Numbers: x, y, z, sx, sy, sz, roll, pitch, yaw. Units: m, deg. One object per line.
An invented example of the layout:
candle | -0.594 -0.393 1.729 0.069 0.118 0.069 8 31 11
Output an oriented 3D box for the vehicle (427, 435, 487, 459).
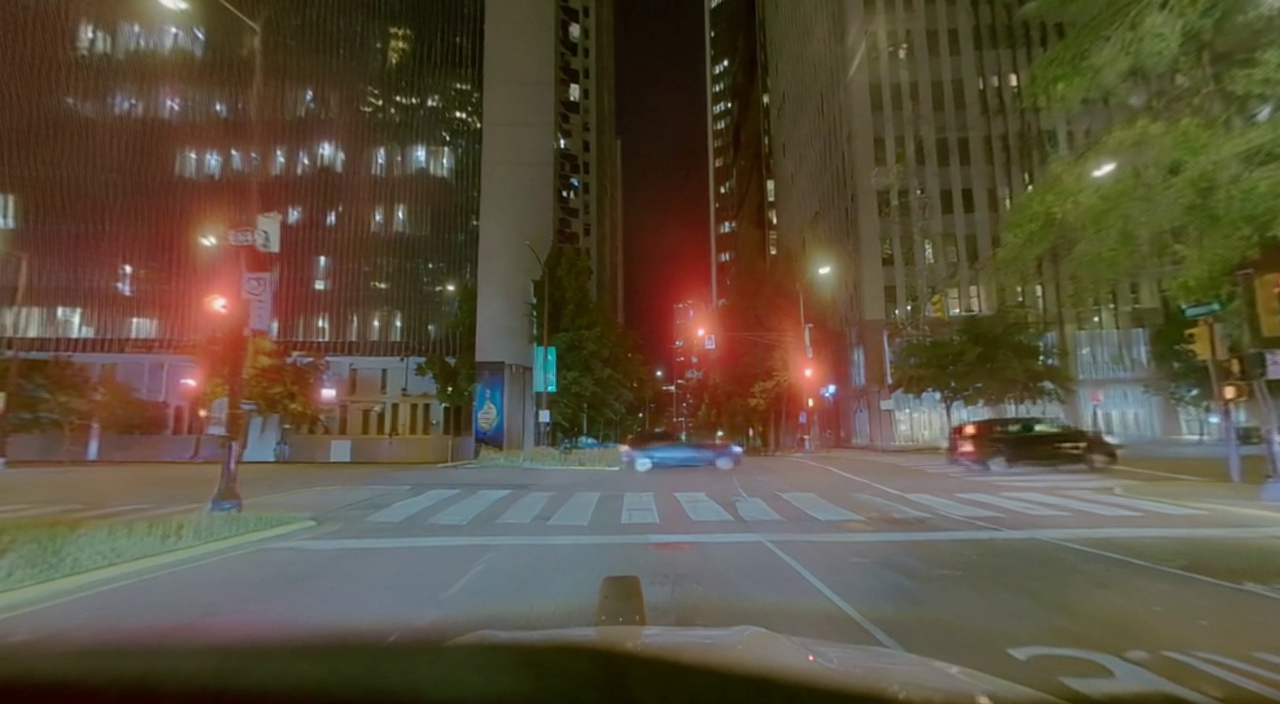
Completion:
vehicle | -11.863 6.205 41.216 1.964 1.476 4.593 -2 -9 9

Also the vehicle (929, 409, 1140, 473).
vehicle | 12.936 2.932 20.971 5.659 1.967 2.149 1 -8 -6

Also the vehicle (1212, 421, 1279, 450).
vehicle | 32.386 4.317 32.444 4.253 1.429 1.807 0 -8 -3

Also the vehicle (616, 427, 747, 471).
vehicle | 1.440 3.496 22.946 4.482 1.492 1.805 0 -9 -6
